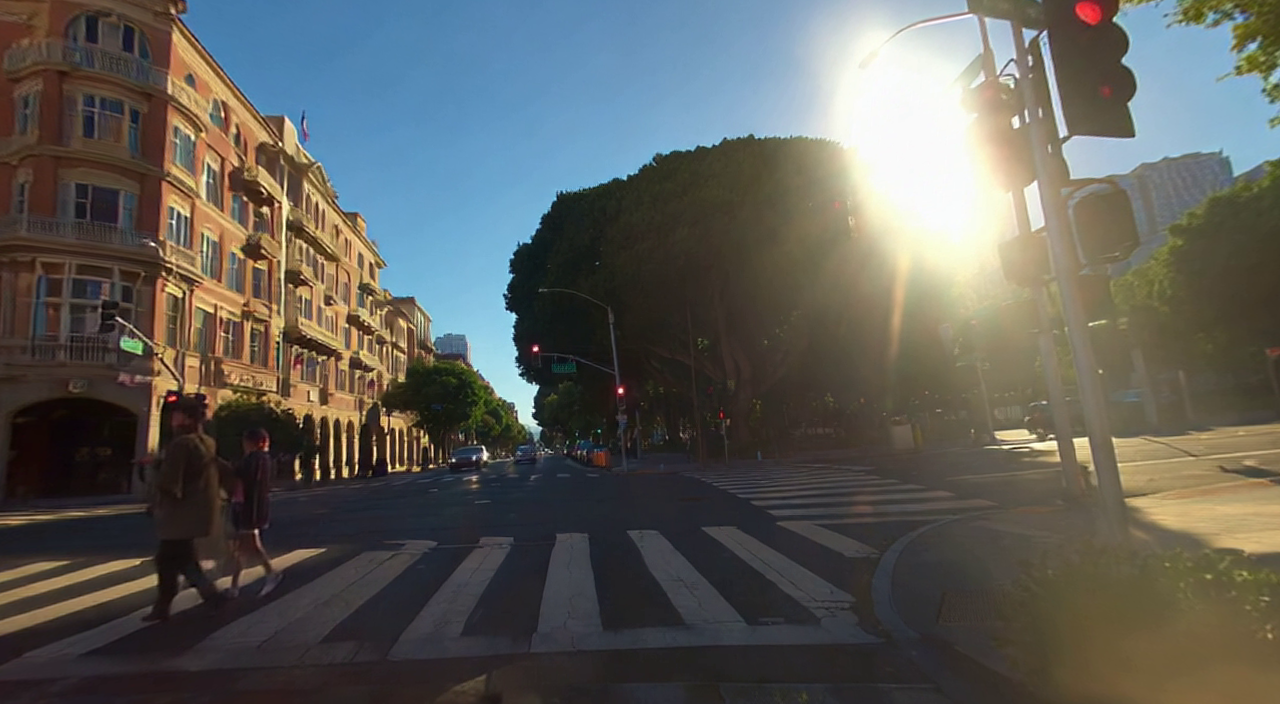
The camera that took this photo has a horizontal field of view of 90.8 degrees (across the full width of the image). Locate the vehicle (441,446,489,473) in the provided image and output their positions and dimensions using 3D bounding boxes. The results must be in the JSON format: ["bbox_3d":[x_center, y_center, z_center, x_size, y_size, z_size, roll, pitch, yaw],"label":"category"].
[{"bbox_3d":[-10.462,6.461,38.134,2.196,1.503,4.371,1,-8,-8],"label":"vehicle"}]
